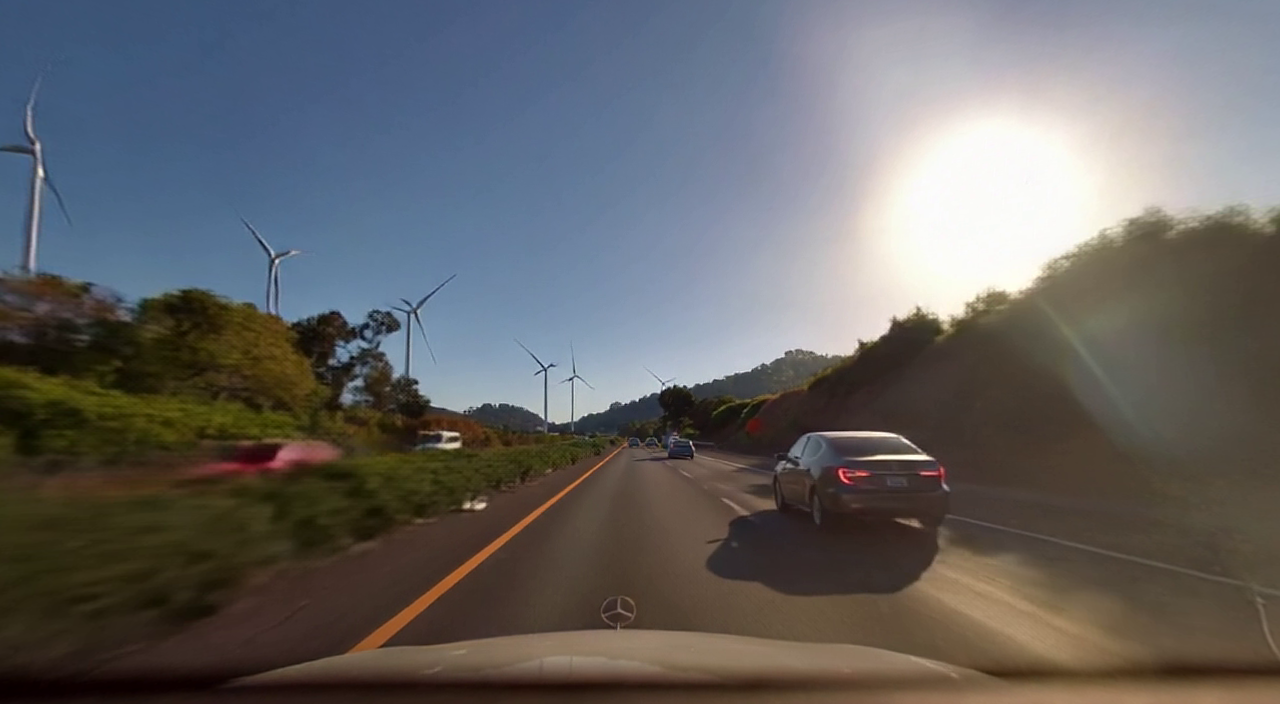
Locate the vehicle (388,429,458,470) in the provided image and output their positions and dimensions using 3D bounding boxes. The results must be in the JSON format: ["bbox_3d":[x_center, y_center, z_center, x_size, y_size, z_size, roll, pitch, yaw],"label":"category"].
[{"bbox_3d":[-13.220,5.950,38.758,2.163,2.290,6.107,0,-8,0],"label":"vehicle"}]

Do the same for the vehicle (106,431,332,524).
[{"bbox_3d":[-8.892,2.616,13.855,2.043,1.693,4.213,-1,-8,0],"label":"vehicle"}]

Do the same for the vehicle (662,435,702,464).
[{"bbox_3d":[2.561,6.003,39.119,2.066,1.661,4.500,0,-8,-2],"label":"vehicle"}]

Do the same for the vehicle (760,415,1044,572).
[{"bbox_3d":[3.183,1.775,8.826,2.038,1.624,4.312,0,-8,-1],"label":"vehicle"}]
